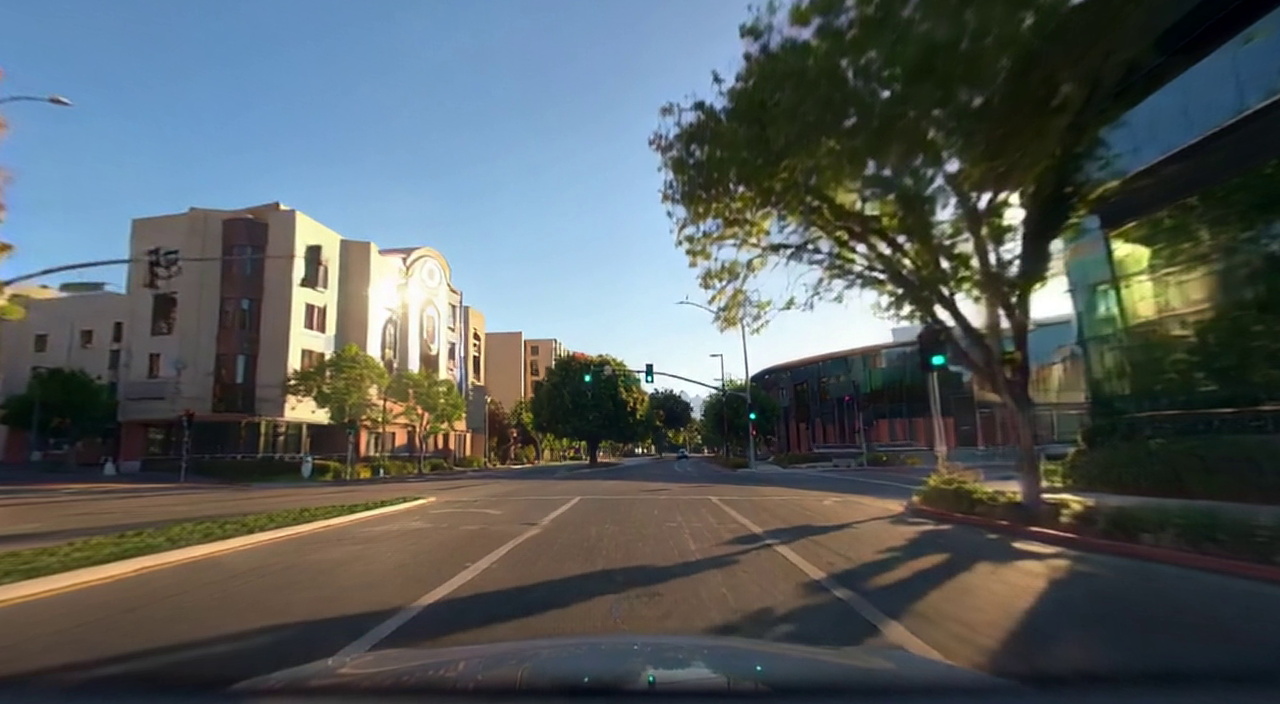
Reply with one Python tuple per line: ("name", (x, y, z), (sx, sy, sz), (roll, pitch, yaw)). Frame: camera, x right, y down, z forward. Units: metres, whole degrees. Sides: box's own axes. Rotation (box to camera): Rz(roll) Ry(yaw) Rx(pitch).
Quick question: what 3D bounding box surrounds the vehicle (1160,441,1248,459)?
("vehicle", (41.282, 7.199, 46.157), (4.337, 1.300, 1.868), (-2, -9, 10))
